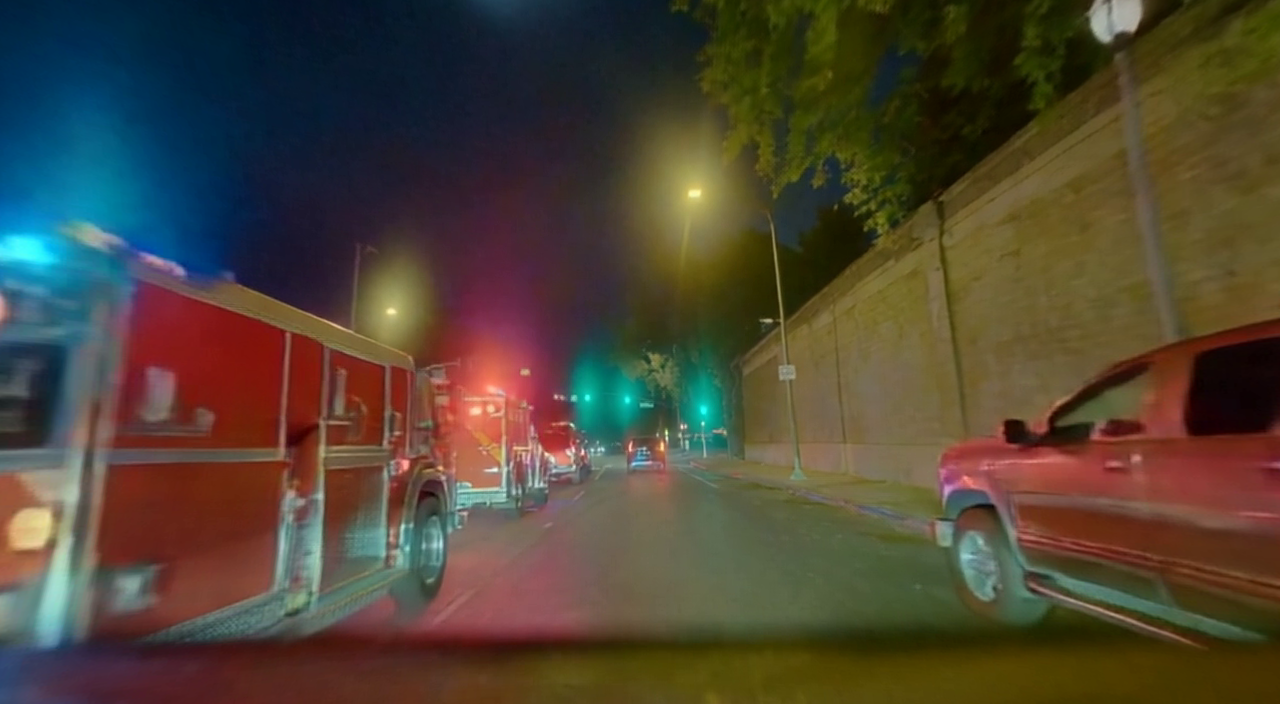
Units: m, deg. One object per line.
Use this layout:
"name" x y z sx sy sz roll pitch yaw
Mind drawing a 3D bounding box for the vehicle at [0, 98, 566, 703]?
"vehicle" -3.223 0.967 7.580 3.644 3.138 9.346 0 -9 -1

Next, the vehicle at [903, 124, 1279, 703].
"vehicle" 4.083 0.470 2.936 3.411 2.429 5.271 0 -9 0

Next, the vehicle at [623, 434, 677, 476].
"vehicle" 0.380 4.968 30.615 2.332 1.831 4.930 0 -9 -3
